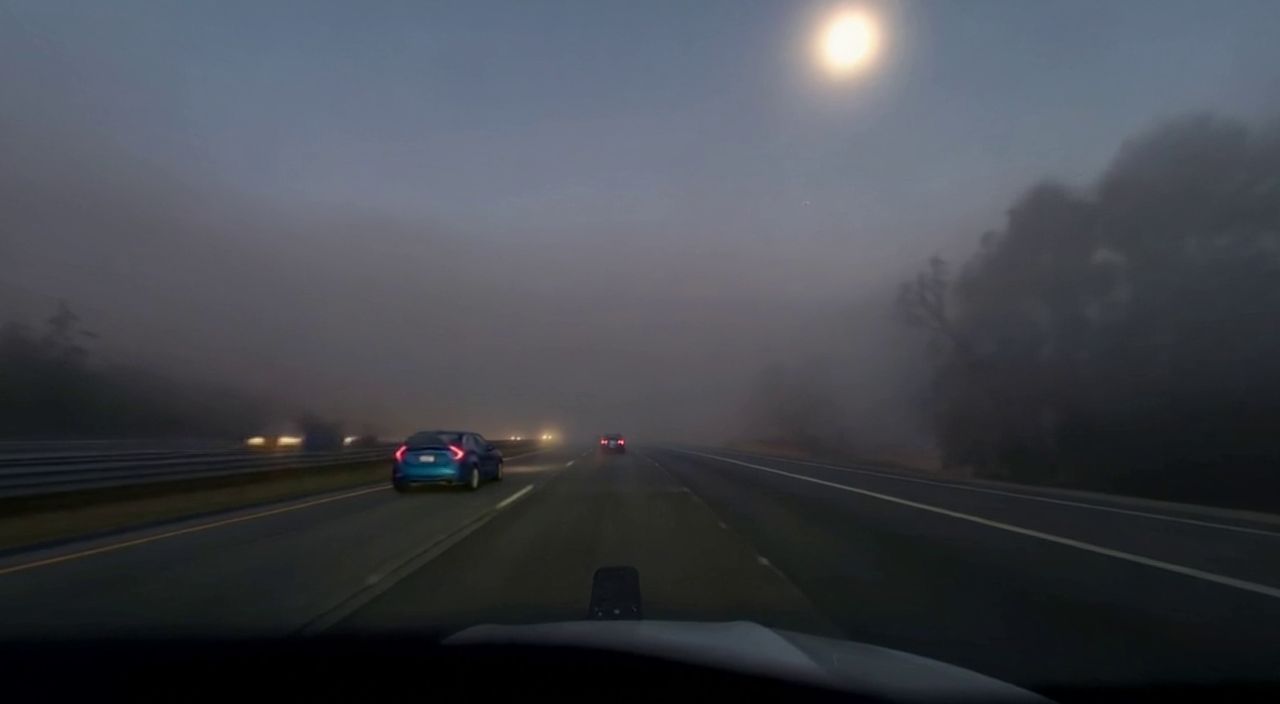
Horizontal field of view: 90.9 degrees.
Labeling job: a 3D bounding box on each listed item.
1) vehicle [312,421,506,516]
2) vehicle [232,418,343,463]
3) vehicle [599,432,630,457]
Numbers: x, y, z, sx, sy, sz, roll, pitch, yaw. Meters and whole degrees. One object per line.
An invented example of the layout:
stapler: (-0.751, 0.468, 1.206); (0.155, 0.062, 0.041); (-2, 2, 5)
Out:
vehicle: (-4.360, 2.268, 12.981); (2.141, 1.534, 5.099); (0, -8, -1)
vehicle: (-12.894, 3.272, 23.396); (1.829, 1.475, 4.093); (0, -8, -1)
vehicle: (-1.710, 6.148, 42.124); (1.997, 1.589, 4.179); (0, -8, -3)
